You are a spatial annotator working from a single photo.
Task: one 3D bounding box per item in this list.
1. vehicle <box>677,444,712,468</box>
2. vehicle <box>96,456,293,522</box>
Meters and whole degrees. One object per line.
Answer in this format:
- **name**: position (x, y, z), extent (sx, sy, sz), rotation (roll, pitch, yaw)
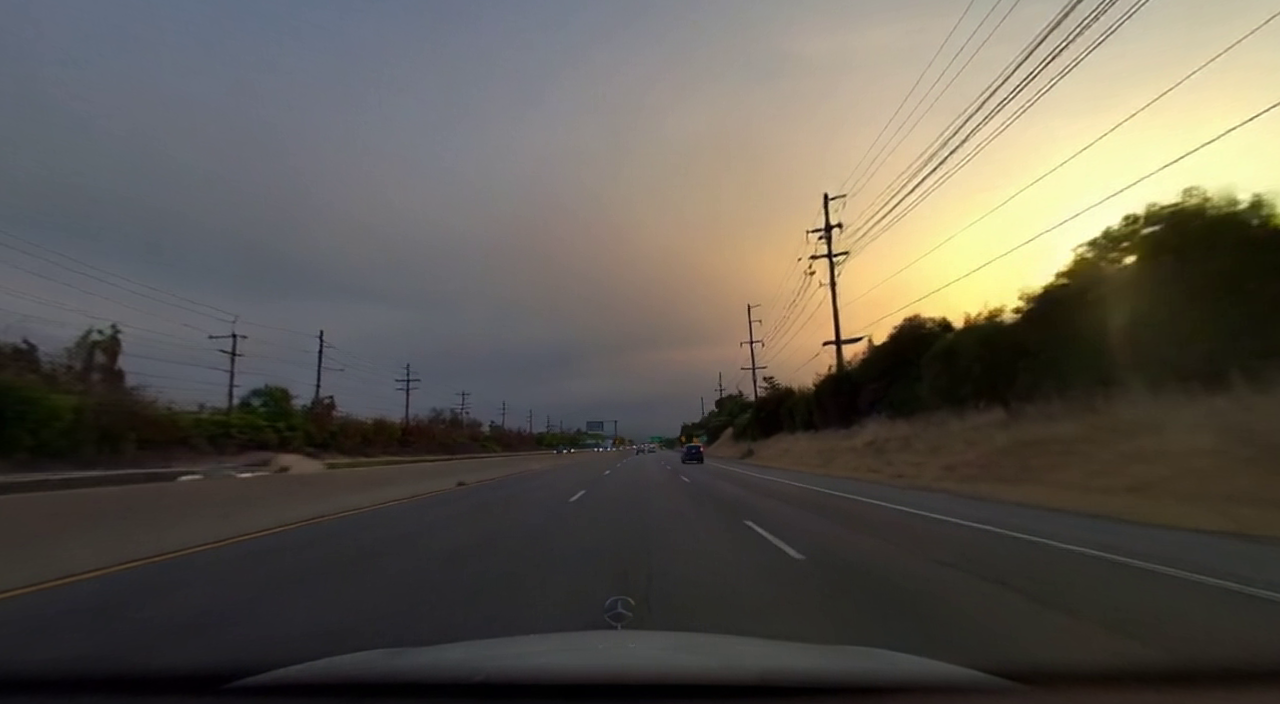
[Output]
- **vehicle**: position (3.820, 7.312, 44.224), extent (2.054, 1.565, 4.089), rotation (0, -9, -1)
- **vehicle**: position (-11.593, 3.551, 16.813), extent (1.994, 1.464, 4.494), rotation (0, -9, 0)
